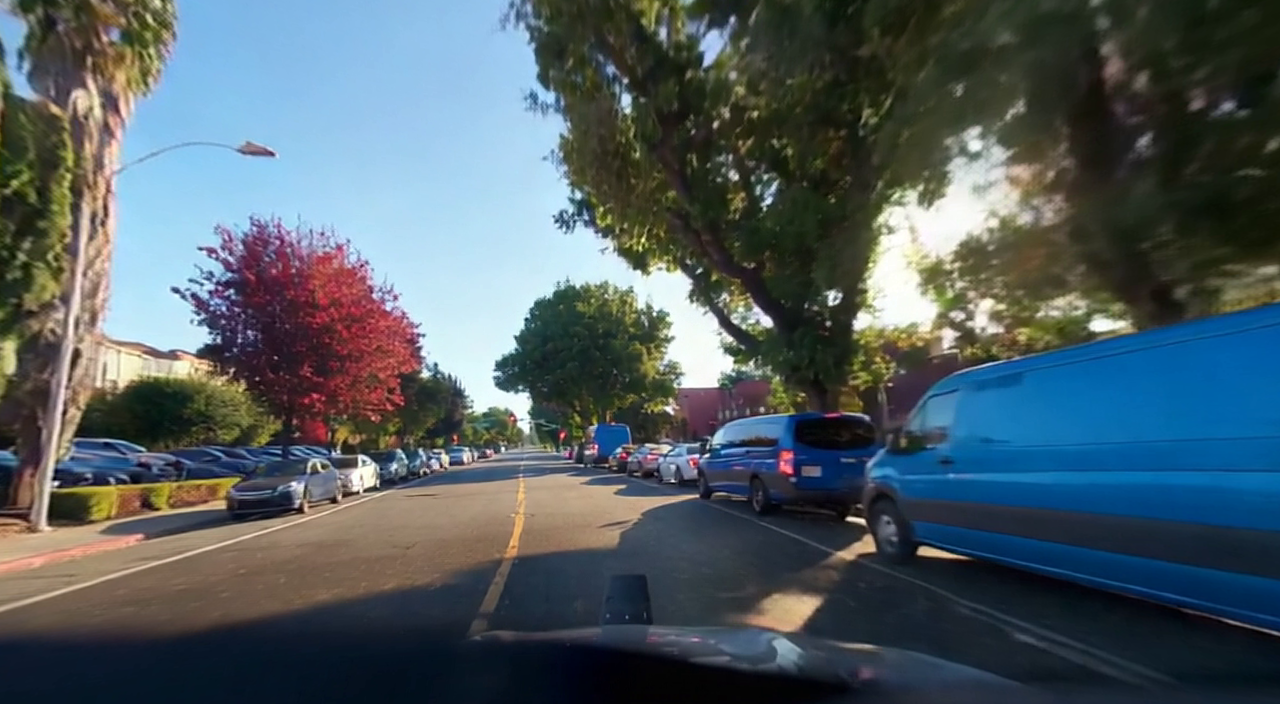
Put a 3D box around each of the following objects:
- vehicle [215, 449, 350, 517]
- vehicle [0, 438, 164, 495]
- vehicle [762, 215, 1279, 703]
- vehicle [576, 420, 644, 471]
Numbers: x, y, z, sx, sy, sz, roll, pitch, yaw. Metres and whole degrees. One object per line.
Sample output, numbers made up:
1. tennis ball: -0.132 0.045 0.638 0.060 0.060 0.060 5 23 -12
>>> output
1. vehicle: -9.384 3.402 16.973 1.950 1.489 4.214 0 -8 -12
2. vehicle: -18.782 3.735 20.758 4.422 1.689 2.021 0 -9 -7
3. vehicle: 4.016 0.766 4.457 3.041 2.164 10.370 -1 -9 -7
4. vehicle: -2.054 5.851 39.553 3.089 2.882 6.770 1 -9 -13
